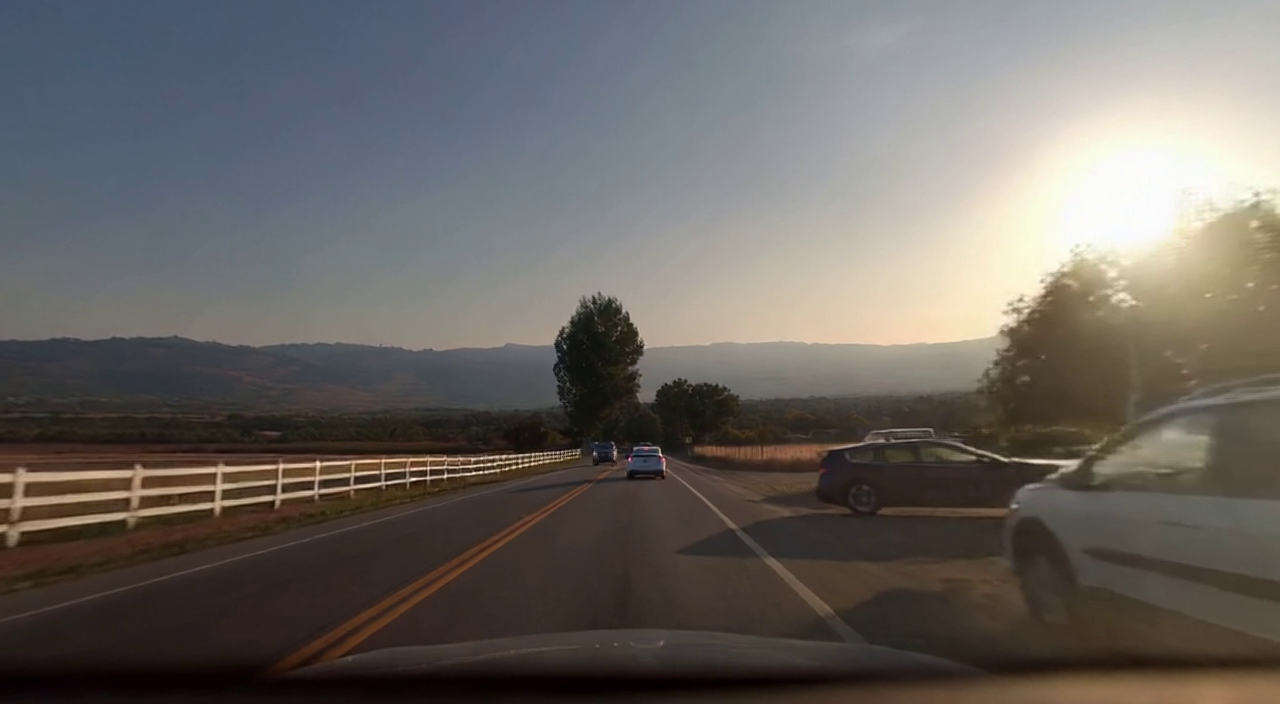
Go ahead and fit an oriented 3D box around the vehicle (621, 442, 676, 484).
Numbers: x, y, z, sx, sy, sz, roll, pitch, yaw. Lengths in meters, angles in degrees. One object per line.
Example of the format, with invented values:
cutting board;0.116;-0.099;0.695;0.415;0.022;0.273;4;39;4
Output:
vehicle;0.351;4.717;27.103;2.158;1.669;4.006;0;-9;1

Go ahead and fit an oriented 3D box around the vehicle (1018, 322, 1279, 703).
vehicle;4.392;0.801;2.908;2.348;1.969;5.269;-1;-9;5

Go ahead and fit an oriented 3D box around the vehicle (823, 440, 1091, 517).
vehicle;6.826;2.767;14.239;4.979;1.503;2.010;-3;-9;20
